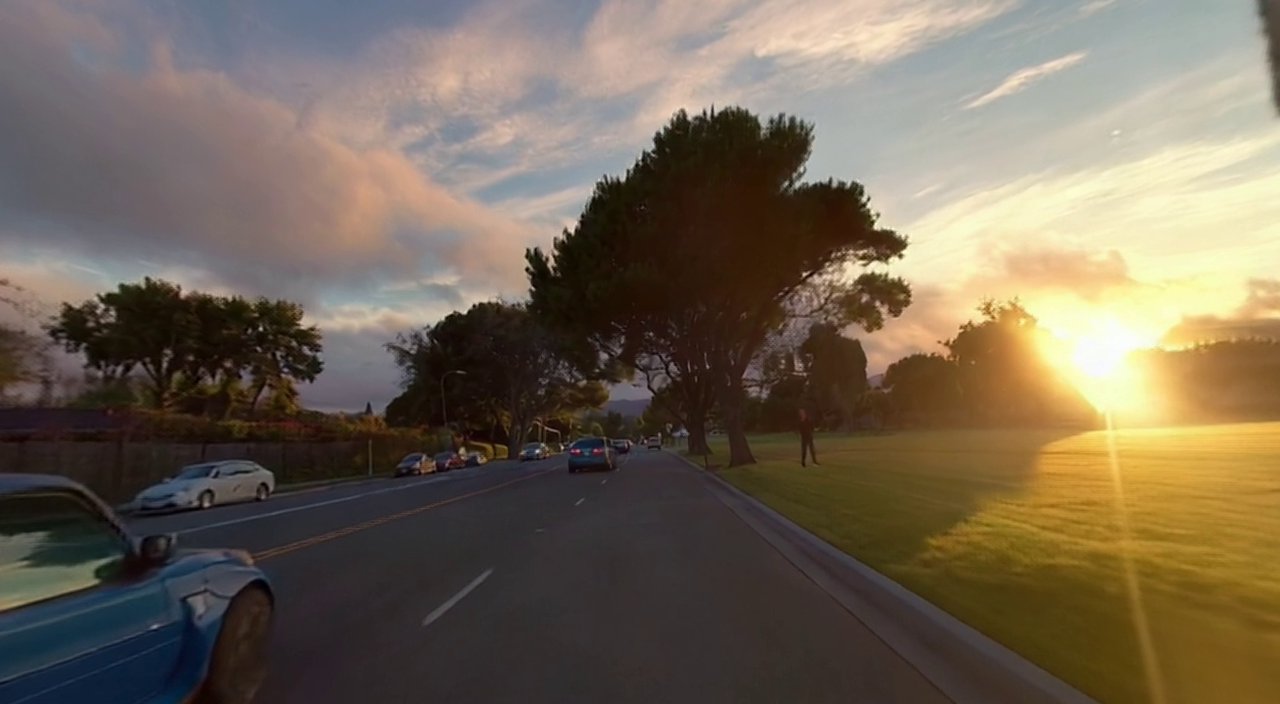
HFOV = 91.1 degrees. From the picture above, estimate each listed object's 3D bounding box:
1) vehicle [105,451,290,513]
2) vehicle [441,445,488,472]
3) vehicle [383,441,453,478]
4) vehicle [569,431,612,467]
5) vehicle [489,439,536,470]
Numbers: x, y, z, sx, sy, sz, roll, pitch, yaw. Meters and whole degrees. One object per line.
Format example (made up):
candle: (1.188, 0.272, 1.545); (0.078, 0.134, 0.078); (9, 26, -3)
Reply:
vehicle: (-12.206, 3.581, 17.820); (1.887, 1.469, 4.691); (0, -9, -1)
vehicle: (-11.638, 7.057, 41.917); (1.910, 1.462, 4.581); (-4, -7, -1)
vehicle: (-11.691, 5.646, 33.429); (1.904, 1.728, 4.997); (1, -8, -1)
vehicle: (-2.632, 5.251, 34.225); (1.908, 1.809, 4.230); (0, -8, 2)
vehicle: (-8.451, 6.799, 41.991); (2.019, 1.907, 4.697); (0, -8, 2)
